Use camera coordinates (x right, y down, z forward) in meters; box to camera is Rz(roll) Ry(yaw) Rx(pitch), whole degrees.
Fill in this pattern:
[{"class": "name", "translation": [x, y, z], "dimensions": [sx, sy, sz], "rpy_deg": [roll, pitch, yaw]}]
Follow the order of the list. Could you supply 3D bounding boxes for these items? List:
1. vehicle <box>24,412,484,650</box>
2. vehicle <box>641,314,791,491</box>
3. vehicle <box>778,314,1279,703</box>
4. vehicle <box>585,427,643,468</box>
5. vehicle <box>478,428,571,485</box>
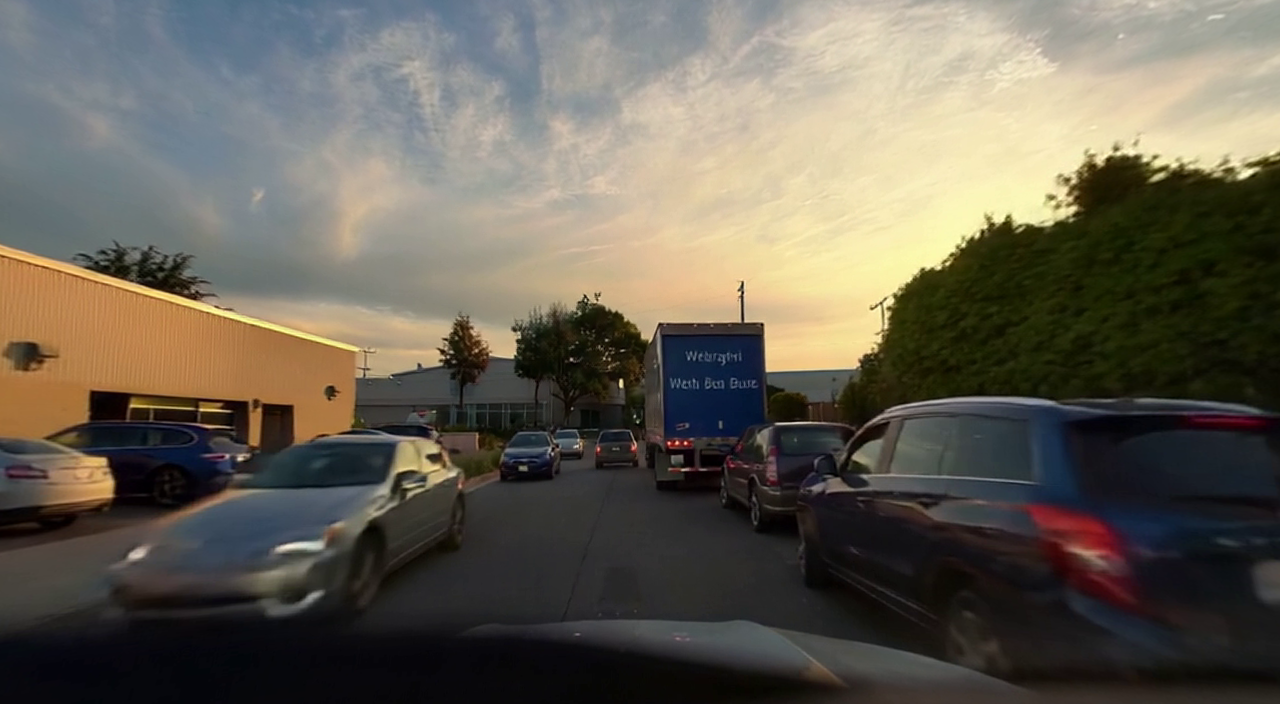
[{"class": "vehicle", "translation": [-2.942, 1.408, 6.064], "dimensions": [1.989, 1.481, 4.008], "rpy_deg": [0, -8, -2]}, {"class": "vehicle", "translation": [1.760, 2.124, 21.888], "dimensions": [2.865, 4.113, 14.471], "rpy_deg": [0, -8, -2]}, {"class": "vehicle", "translation": [2.398, 0.999, 4.049], "dimensions": [1.875, 1.674, 4.231], "rpy_deg": [0, -8, -3]}, {"class": "vehicle", "translation": [-0.972, 3.818, 25.306], "dimensions": [2.160, 1.498, 3.909], "rpy_deg": [0, -8, 0]}, {"class": "vehicle", "translation": [-3.331, 3.097, 19.070], "dimensions": [2.033, 1.508, 4.298], "rpy_deg": [0, -8, -1]}]
